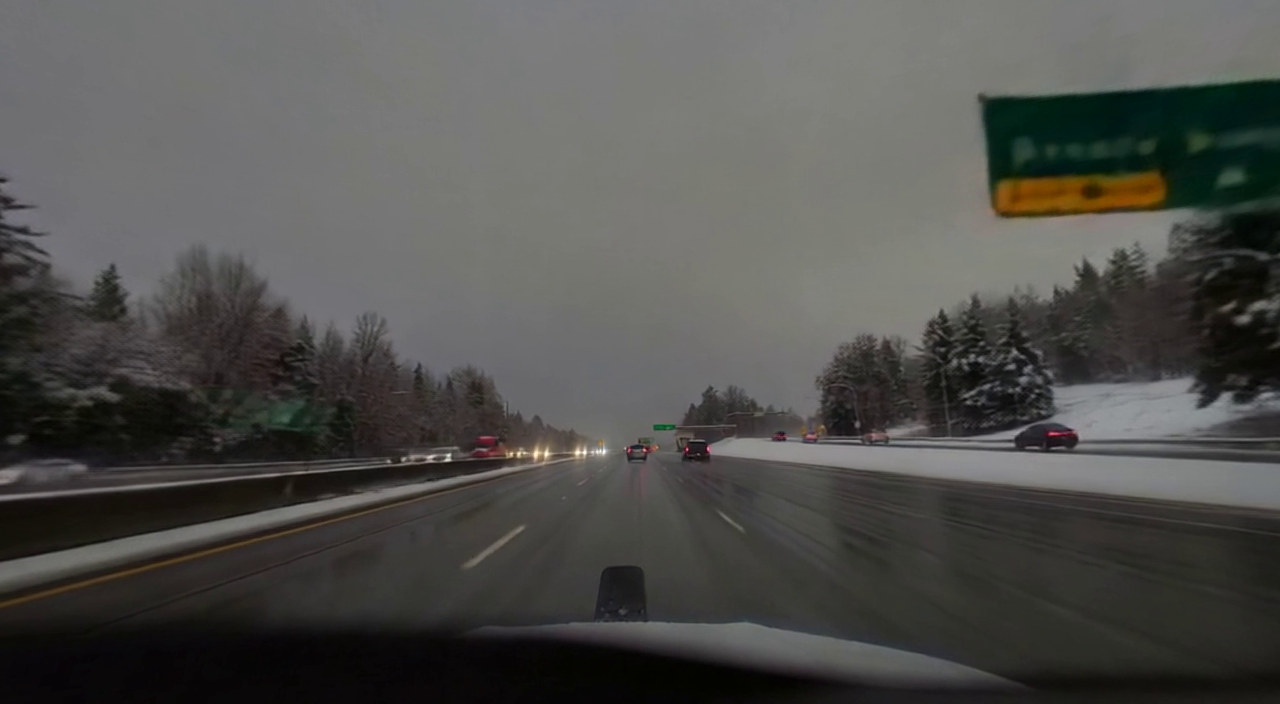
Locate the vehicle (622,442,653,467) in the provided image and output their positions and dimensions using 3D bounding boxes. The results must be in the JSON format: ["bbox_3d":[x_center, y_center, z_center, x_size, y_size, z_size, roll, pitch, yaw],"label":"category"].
[{"bbox_3d":[-0.167,7.471,45.953,2.105,1.711,4.293,0,-9,0],"label":"vehicle"}]

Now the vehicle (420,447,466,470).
[{"bbox_3d":[-15.260,8.224,49.113,2.047,1.671,4.892,0,-9,0],"label":"vehicle"}]

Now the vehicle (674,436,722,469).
[{"bbox_3d":[3.683,6.599,41.518,2.505,2.020,5.532,0,-9,-1],"label":"vehicle"}]

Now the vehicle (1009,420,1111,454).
[{"bbox_3d":[19.682,4.075,29.830,1.872,1.459,4.502,-1,-9,3],"label":"vehicle"}]
